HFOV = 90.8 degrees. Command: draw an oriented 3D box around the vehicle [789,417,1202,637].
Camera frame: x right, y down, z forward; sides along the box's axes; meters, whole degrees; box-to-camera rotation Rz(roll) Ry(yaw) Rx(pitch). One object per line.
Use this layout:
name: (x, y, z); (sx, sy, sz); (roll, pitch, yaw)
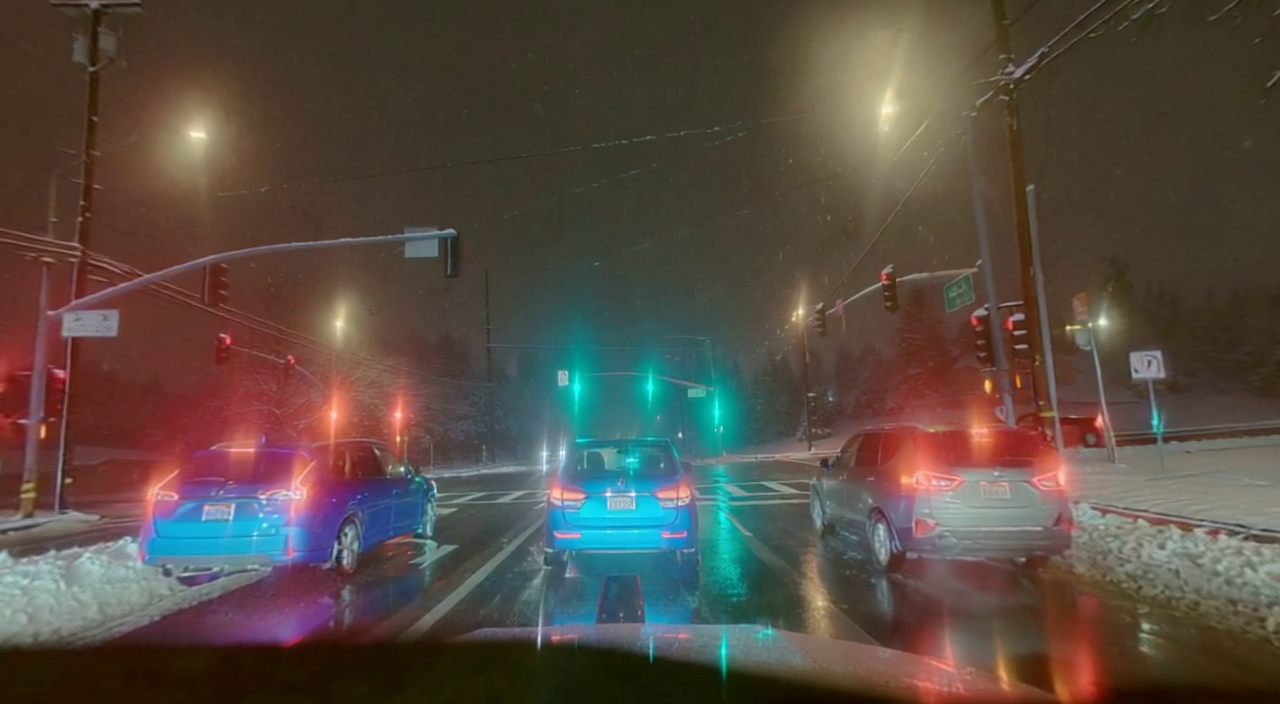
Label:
vehicle: (2.908, 1.483, 6.279); (1.860, 1.494, 3.707); (0, -8, -1)

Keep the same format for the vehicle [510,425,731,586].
vehicle: (-0.216, 1.752, 8.082); (2.061, 1.485, 4.196); (0, -8, -1)

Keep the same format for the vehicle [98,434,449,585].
vehicle: (-4.354, 1.907, 8.573); (2.106, 1.492, 4.312); (0, -8, 1)
